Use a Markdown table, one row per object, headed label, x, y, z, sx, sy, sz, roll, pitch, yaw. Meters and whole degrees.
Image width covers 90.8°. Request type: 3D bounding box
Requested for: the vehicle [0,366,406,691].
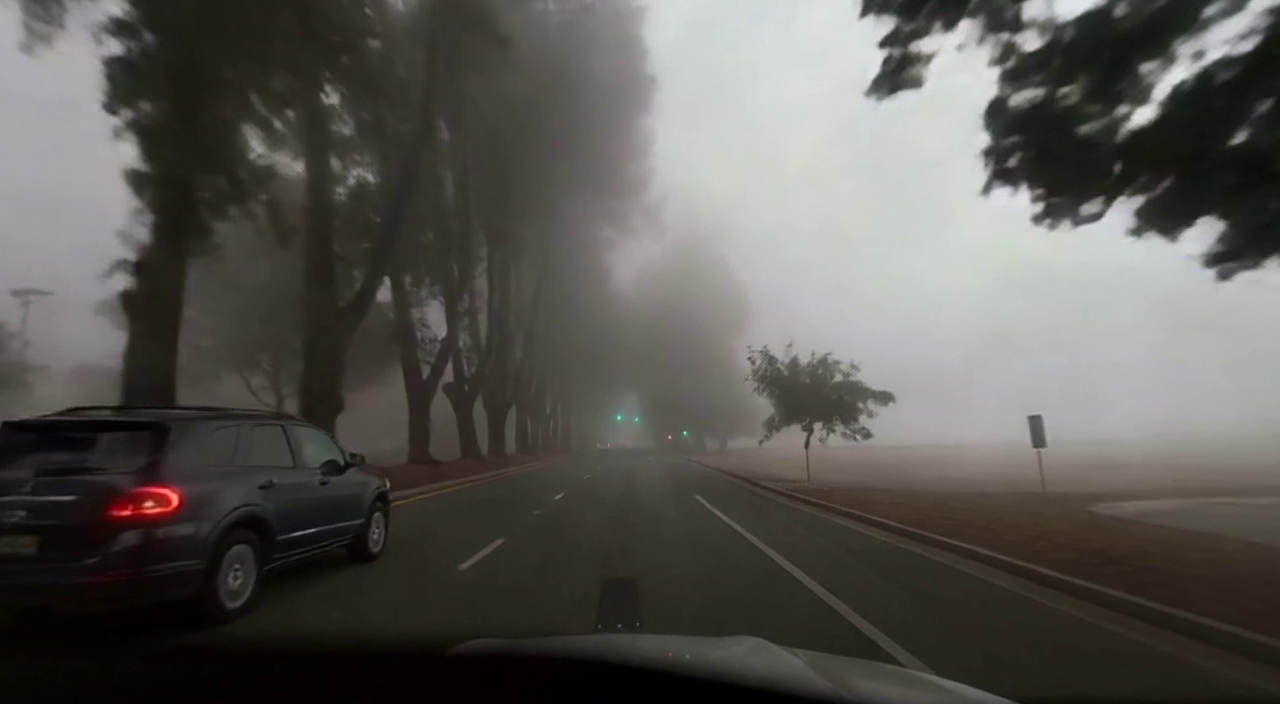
| label | x | y | z | sx | sy | sz | roll | pitch | yaw |
| --- | --- | --- | --- | --- | --- | --- | --- | --- | --- |
| vehicle | -3.770 | 1.242 | 5.469 | 2.018 | 1.769 | 3.897 | 0 | -8 | -1 |
